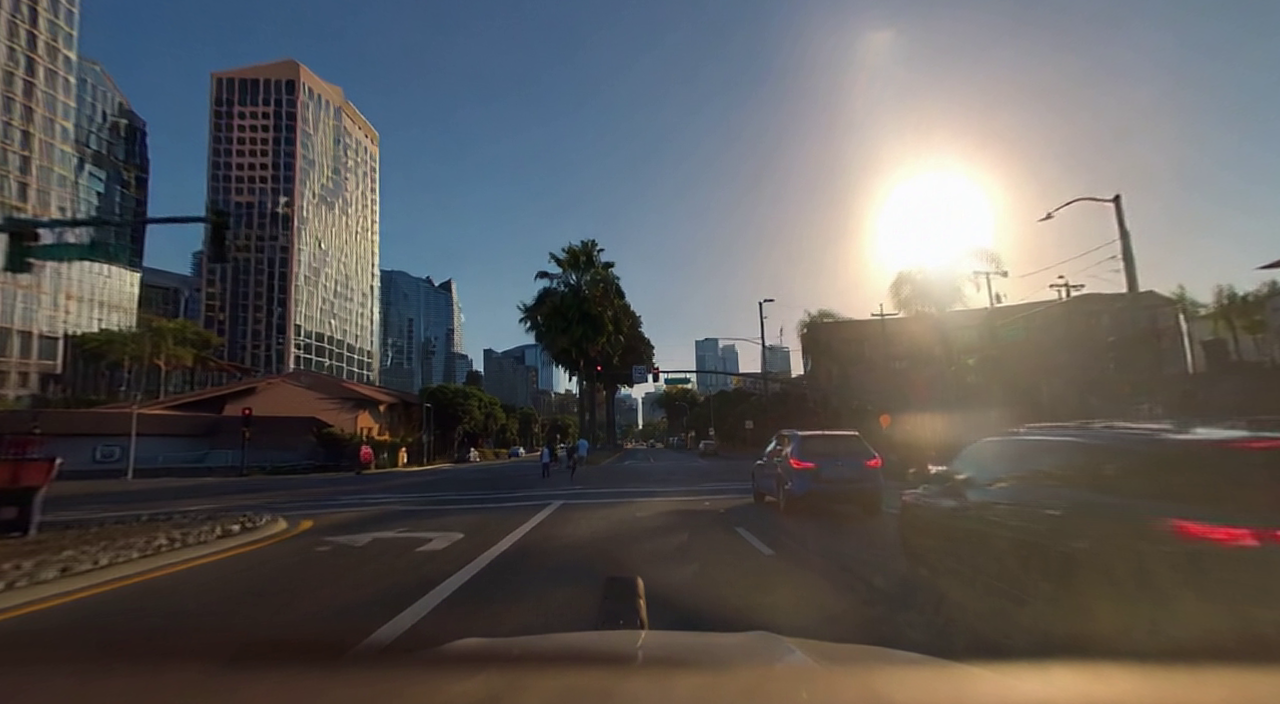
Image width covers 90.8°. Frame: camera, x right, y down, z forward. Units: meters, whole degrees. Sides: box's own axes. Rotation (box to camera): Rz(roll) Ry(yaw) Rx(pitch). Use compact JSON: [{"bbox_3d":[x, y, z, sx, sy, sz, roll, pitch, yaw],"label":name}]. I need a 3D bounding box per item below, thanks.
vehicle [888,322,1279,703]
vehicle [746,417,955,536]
[{"bbox_3d":[3.647,0.997,4.147,2.060,1.756,4.770,0,-9,0],"label":"vehicle"},{"bbox_3d":[3.303,2.054,10.968,2.060,1.631,4.169,0,-9,-2],"label":"vehicle"}]
